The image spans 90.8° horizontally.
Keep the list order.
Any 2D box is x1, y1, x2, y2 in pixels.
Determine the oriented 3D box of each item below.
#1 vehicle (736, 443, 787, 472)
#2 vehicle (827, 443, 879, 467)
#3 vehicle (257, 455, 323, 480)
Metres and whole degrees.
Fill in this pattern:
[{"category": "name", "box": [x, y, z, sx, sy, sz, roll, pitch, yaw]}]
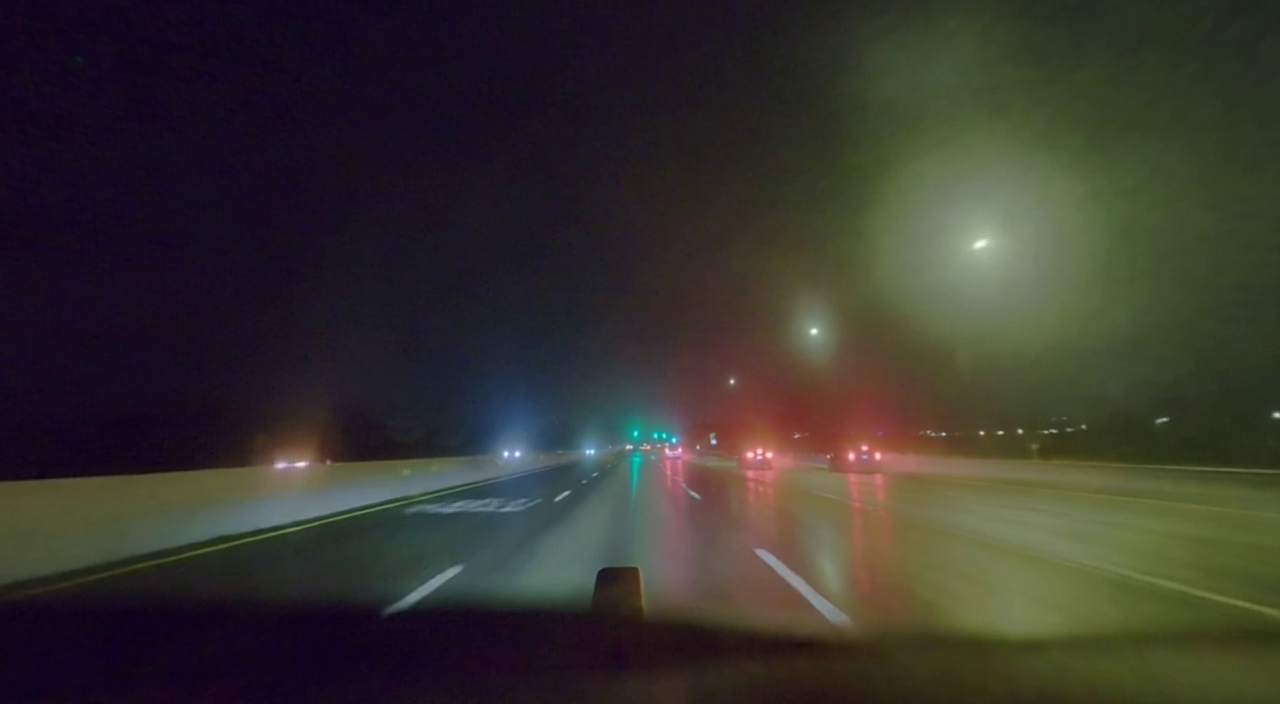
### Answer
[{"category": "vehicle", "box": [6.765, 5.912, 35.557, 2.038, 1.528, 3.910, 0, -9, -1]}, {"category": "vehicle", "box": [14.675, 7.103, 43.719, 2.025, 1.595, 4.268, 0, -9, -1]}, {"category": "vehicle", "box": [-22.023, 7.271, 39.963, 1.714, 1.388, 4.329, 0, -8, 0]}]
